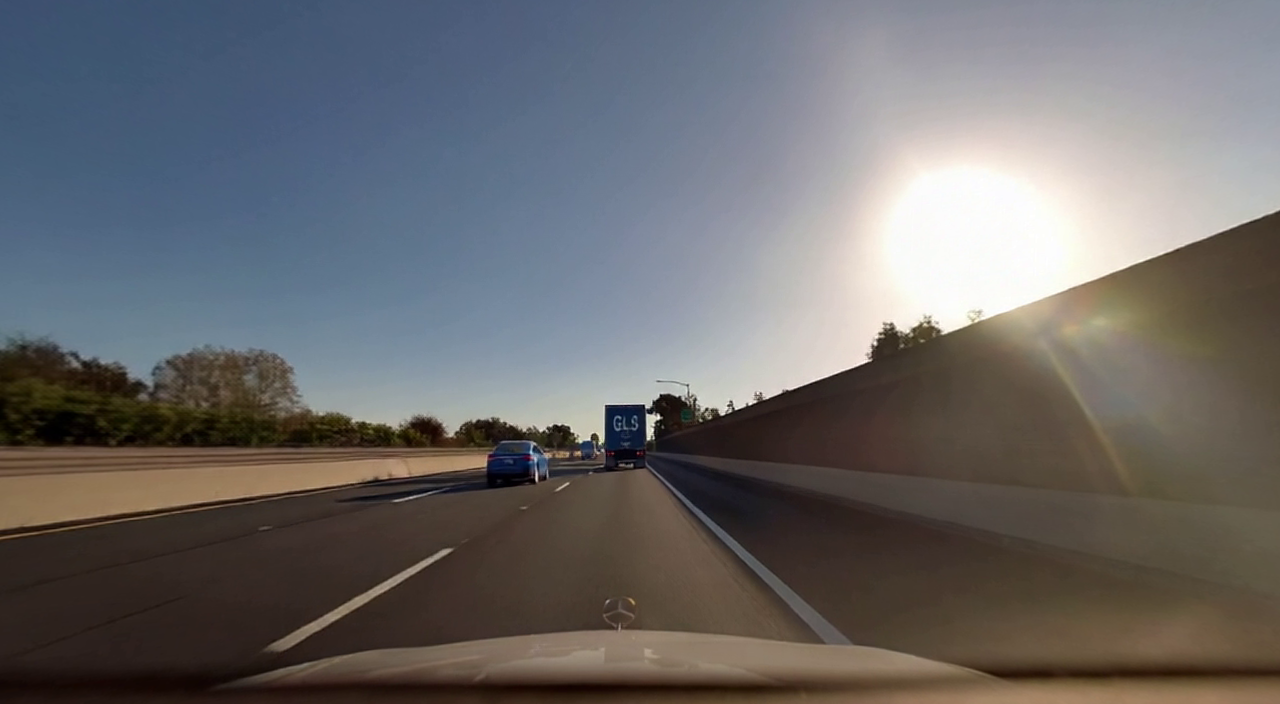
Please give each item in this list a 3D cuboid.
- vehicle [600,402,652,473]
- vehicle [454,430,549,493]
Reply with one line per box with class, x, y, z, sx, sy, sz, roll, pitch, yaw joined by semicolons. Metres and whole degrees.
vehicle;-0.925;5.638;40.881;2.923;4.007;9.760;0;-9;-2
vehicle;-4.667;3.810;22.150;2.226;1.935;5.130;0;-9;-1
